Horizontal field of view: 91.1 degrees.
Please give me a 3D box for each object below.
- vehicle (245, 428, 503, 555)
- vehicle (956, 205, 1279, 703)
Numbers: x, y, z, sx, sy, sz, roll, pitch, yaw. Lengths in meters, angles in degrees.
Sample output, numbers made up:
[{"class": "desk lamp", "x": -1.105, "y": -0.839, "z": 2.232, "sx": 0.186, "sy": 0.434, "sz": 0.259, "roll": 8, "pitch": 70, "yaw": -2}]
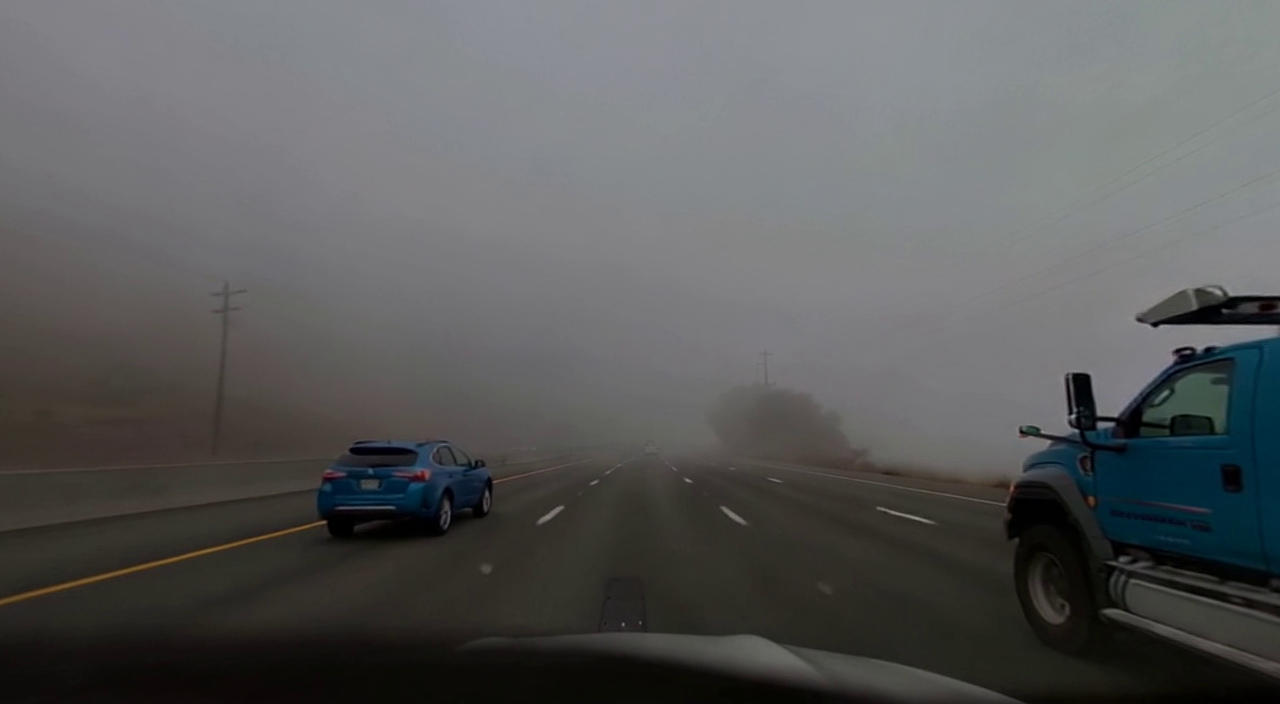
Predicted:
[{"class": "vehicle", "x": -3.701, "y": 2.021, "z": 9.874, "sx": 1.974, "sy": 1.493, "sz": 4.563, "roll": 0, "pitch": -9, "yaw": 1}, {"class": "vehicle", "x": 3.593, "y": 0.441, "z": 1.251, "sx": 2.538, "sy": 2.228, "sz": 6.370, "roll": 0, "pitch": -9, "yaw": -1}]
